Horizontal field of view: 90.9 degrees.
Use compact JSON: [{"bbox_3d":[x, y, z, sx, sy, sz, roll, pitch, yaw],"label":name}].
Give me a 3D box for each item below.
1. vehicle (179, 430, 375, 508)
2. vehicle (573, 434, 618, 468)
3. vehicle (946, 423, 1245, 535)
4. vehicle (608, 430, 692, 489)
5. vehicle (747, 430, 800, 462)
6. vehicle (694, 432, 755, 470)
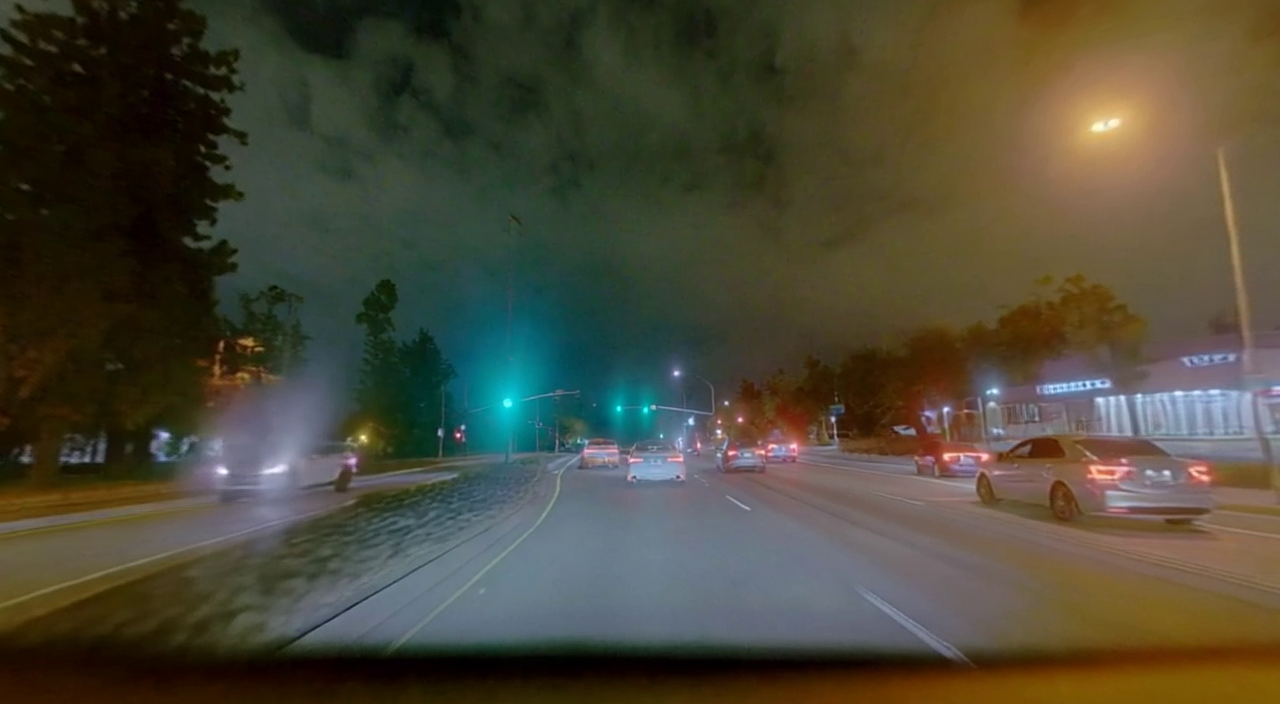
[{"bbox_3d":[-8.468,2.755,15.317,2.044,1.610,4.463,0,-8,1],"label":"vehicle"},{"bbox_3d":[-2.115,4.623,29.571,1.938,1.472,4.399,1,-8,-4],"label":"vehicle"},{"bbox_3d":[7.326,2.064,10.889,1.892,1.515,4.400,0,-8,0],"label":"vehicle"},{"bbox_3d":[0.283,3.006,17.843,2.096,1.473,3.893,0,-8,1],"label":"vehicle"},{"bbox_3d":[7.588,5.399,36.188,2.044,1.701,4.397,0,-8,0],"label":"vehicle"},{"bbox_3d":[3.592,4.304,27.562,1.988,1.528,4.144,0,-8,-1],"label":"vehicle"}]
